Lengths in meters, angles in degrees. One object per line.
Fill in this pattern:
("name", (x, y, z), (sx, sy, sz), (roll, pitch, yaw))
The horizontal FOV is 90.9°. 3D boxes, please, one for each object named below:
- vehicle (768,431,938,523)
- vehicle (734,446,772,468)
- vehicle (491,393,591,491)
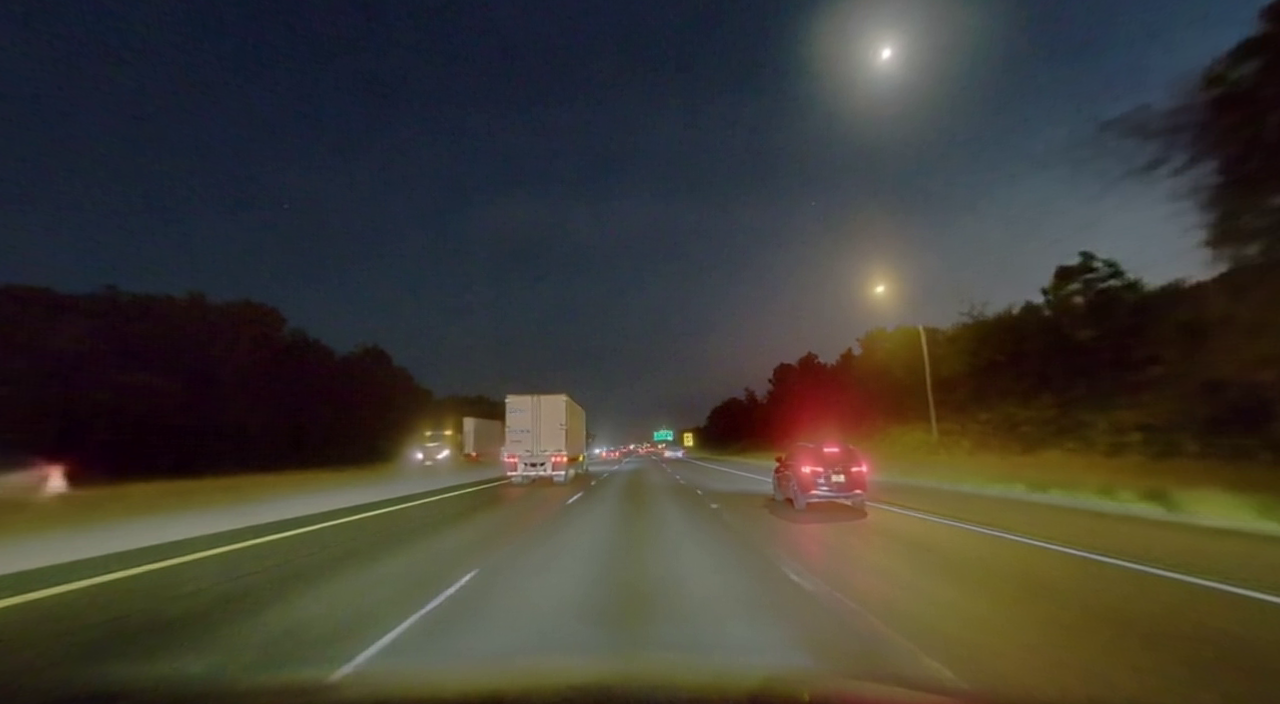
("vehicle", (4.048, 2.444, 12.813), (1.983, 1.545, 4.038), (0, -9, -1))
("vehicle", (8.117, 7.565, 45.609), (1.876, 1.475, 4.185), (0, -9, -1))
("vehicle", (-3.490, 3.474, 24.044), (2.667, 3.195, 6.731), (0, -9, 0))
